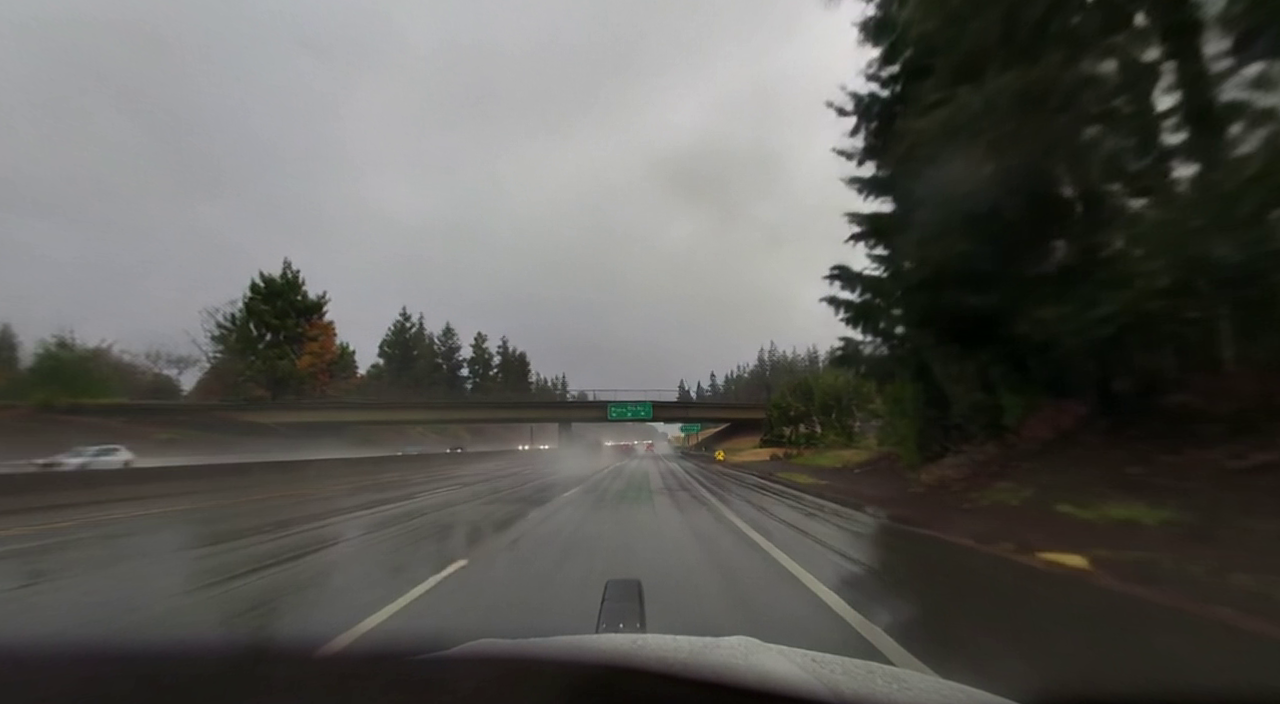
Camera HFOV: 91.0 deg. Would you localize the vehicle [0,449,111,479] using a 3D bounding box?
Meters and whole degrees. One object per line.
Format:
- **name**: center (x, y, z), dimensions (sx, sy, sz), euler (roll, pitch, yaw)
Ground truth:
- **vehicle**: center (-32.320, 6.173, 35.026), dimensions (1.844, 1.517, 4.513), euler (0, -9, 0)
